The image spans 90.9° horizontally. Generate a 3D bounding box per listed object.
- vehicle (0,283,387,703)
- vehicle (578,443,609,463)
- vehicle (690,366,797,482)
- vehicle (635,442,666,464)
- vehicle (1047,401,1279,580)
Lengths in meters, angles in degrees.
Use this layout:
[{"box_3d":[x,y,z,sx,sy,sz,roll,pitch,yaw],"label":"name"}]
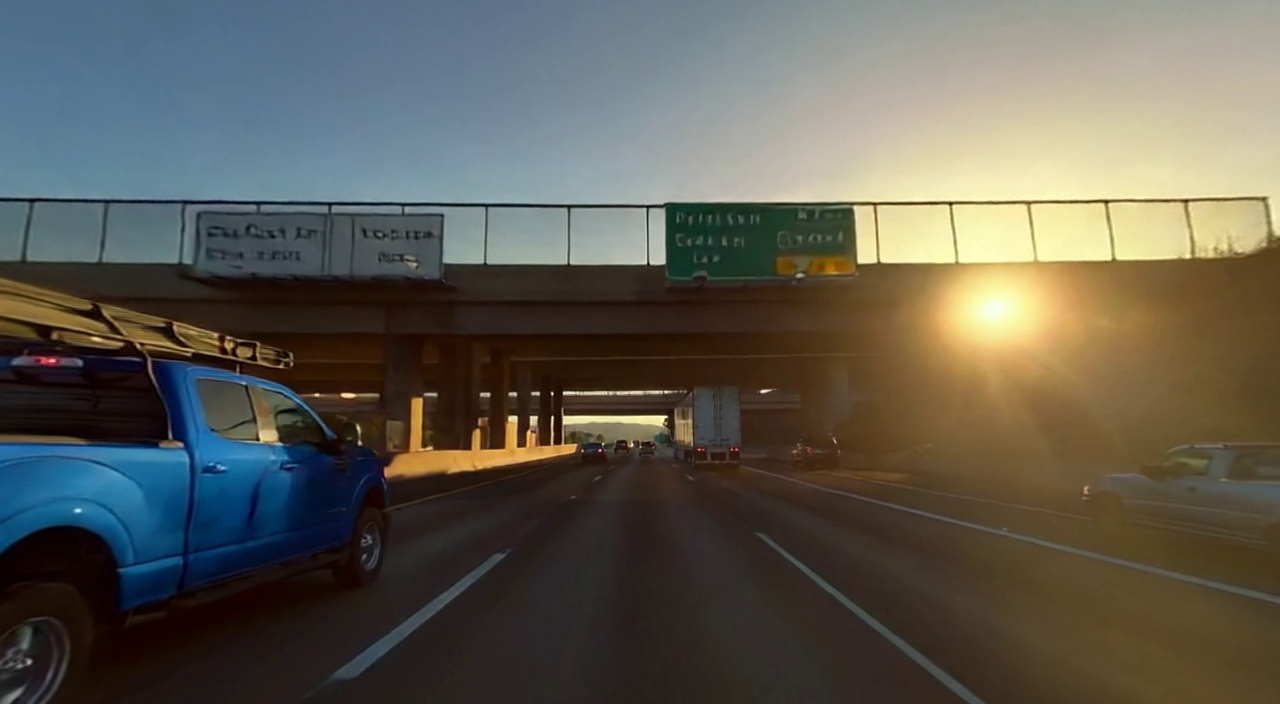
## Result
[{"box_3d":[-4.160,0.863,3.717,2.599,2.054,6.288,0,-8,1],"label":"vehicle"},{"box_3d":[-3.453,7.648,47.842,2.077,1.446,4.106,0,-8,0],"label":"vehicle"},{"box_3d":[4.116,3.443,28.538,2.885,4.036,12.891,0,-8,1],"label":"vehicle"},{"box_3d":[0.735,7.208,45.127,2.092,1.446,4.092,0,-8,1],"label":"vehicle"},{"box_3d":[7.134,1.480,7.103,1.999,1.700,4.640,0,-8,1],"label":"vehicle"}]
